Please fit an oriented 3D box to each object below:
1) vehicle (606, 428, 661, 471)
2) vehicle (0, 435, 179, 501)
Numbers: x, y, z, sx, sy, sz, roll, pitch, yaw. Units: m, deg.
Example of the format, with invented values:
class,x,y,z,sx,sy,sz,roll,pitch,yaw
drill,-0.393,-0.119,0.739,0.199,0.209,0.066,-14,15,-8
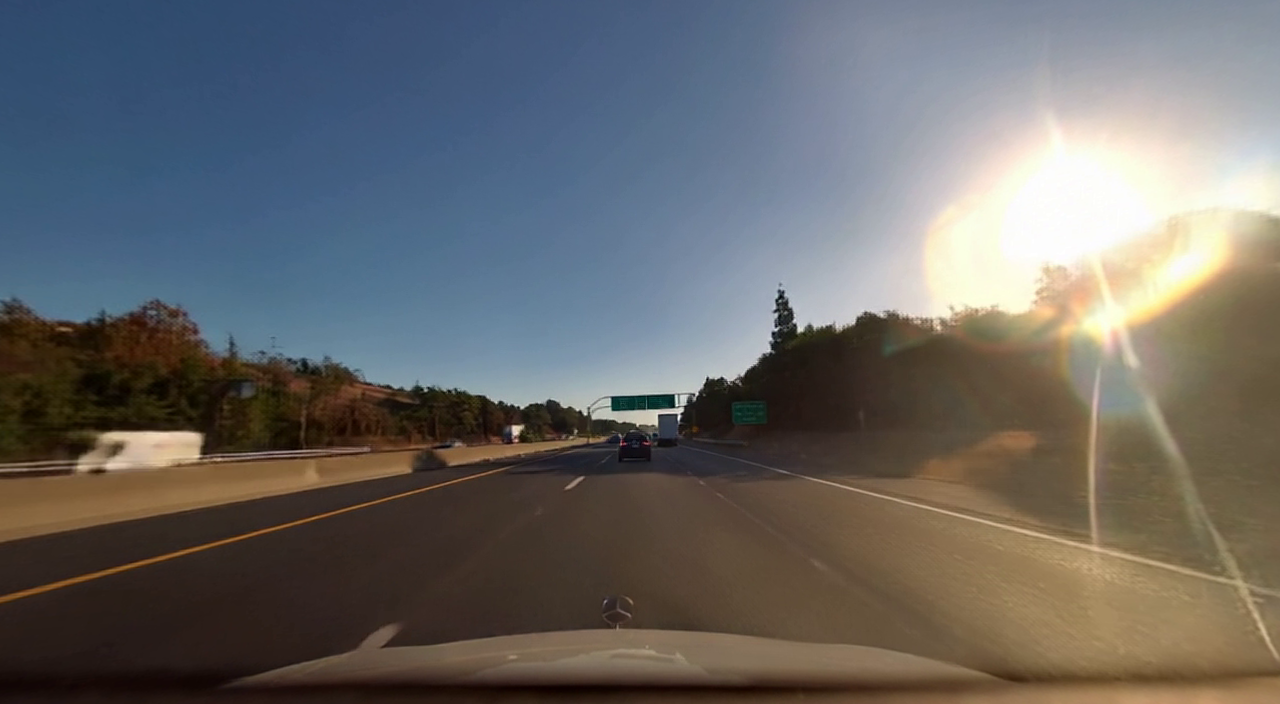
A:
class,x,y,z,sx,sy,sz,roll,pitch,yaw
vehicle,-0.269,3.948,25.732,2.094,1.600,3.666,0,-8,-1
vehicle,-15.784,3.210,17.997,1.992,1.625,4.290,0,-8,0
